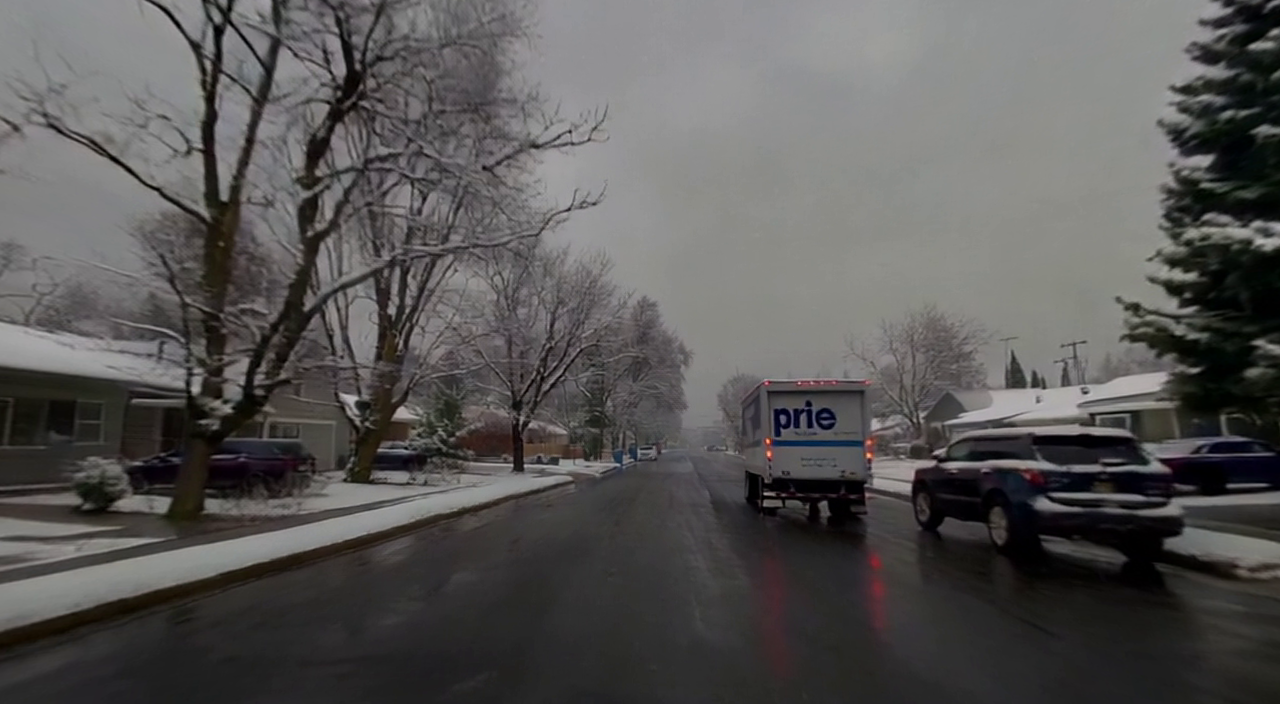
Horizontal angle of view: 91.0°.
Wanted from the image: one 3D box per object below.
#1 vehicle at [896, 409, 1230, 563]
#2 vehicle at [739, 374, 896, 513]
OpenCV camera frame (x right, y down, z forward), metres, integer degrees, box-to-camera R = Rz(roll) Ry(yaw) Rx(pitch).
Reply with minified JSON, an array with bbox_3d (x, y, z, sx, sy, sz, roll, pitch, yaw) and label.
[{"bbox_3d":[6.163,1.989,10.078,2.410,1.902,4.277,0,-8,2],"label":"vehicle"},{"bbox_3d":[4.484,2.569,17.693,2.924,3.018,7.600,-1,-9,6],"label":"vehicle"}]
